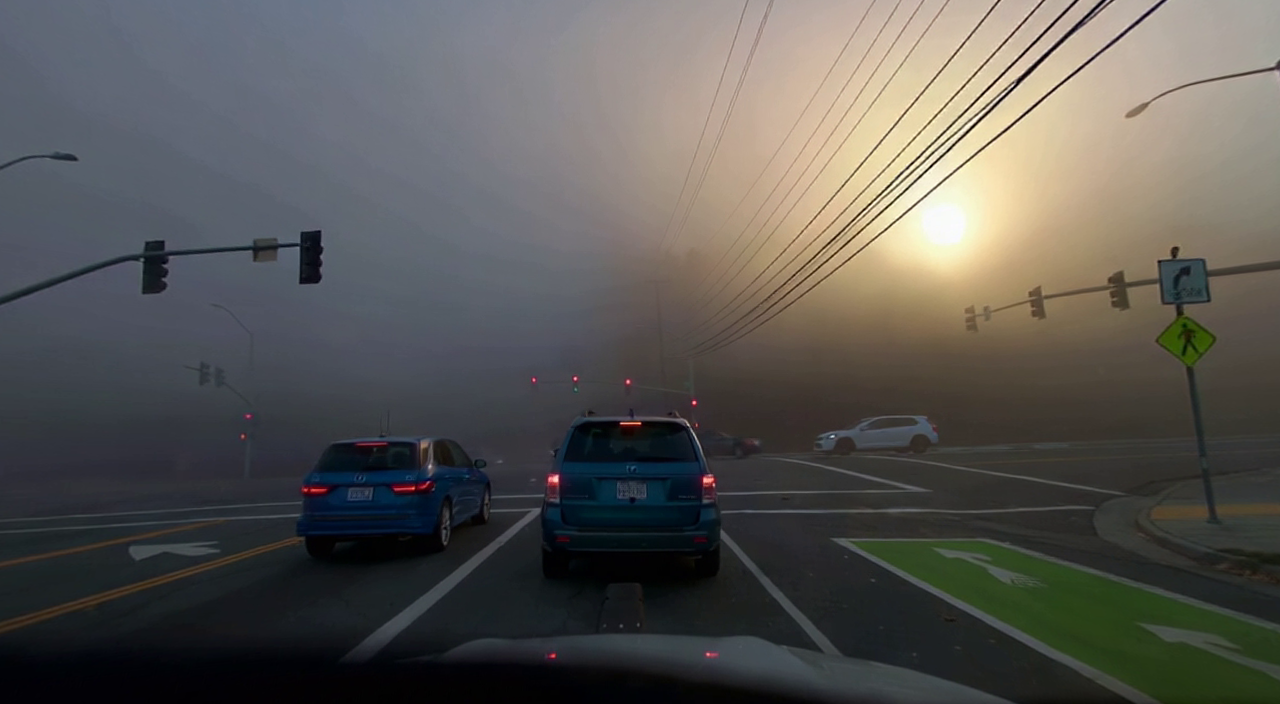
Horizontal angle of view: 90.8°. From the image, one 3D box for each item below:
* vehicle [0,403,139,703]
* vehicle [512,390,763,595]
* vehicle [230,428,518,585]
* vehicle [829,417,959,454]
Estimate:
[{"bbox_3d":[-3.352,0.663,0.446,1.928,1.488,4.936,0,-8,0],"label":"vehicle"},{"bbox_3d":[-0.053,1.522,7.617,2.182,1.773,4.041,0,-8,-1],"label":"vehicle"},{"bbox_3d":[-2.929,1.767,8.003,1.969,1.486,3.702,0,-8,1],"label":"vehicle"},{"bbox_3d":[13.856,4.608,34.821,6.143,1.944,2.229,-1,-8,5],"label":"vehicle"}]
